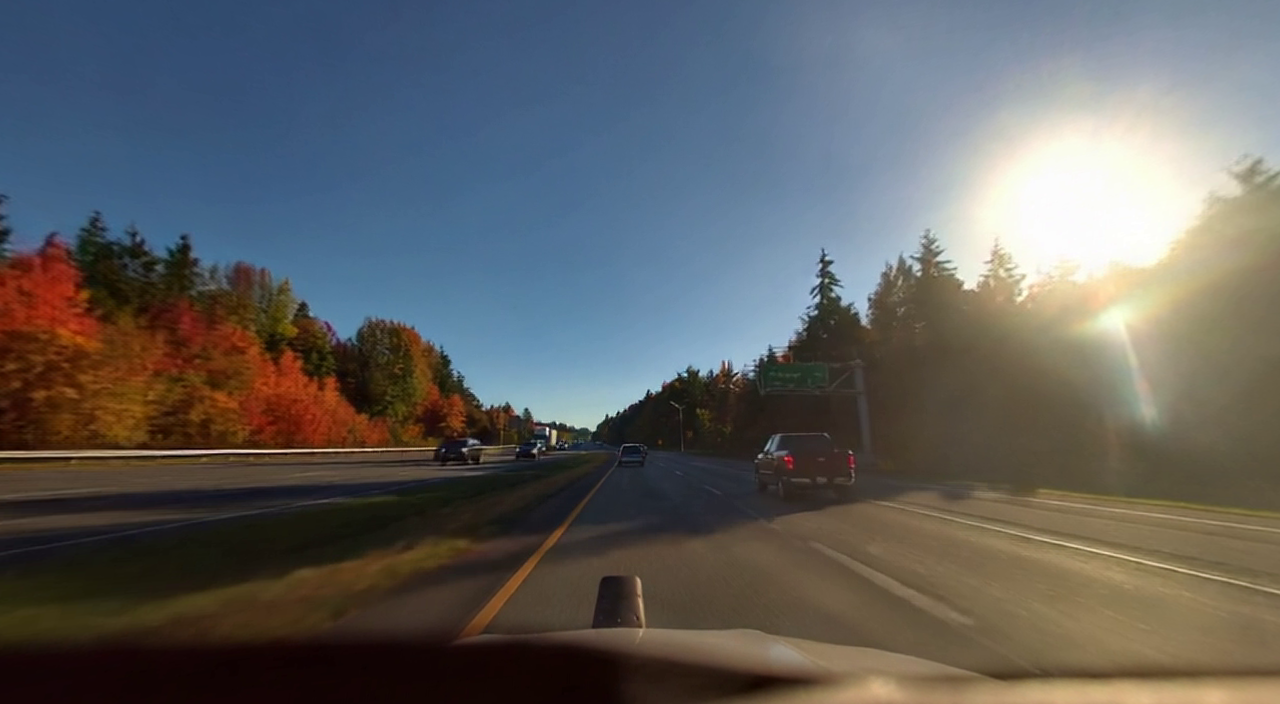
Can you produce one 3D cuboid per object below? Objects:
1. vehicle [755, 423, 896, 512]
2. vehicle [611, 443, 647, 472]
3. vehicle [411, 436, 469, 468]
[{"bbox_3d":[4.136,2.645,14.761,1.982,1.745,4.151,0,-9,-1],"label":"vehicle"},{"bbox_3d":[-0.680,6.691,40.012,2.151,1.693,4.201,0,-9,-1],"label":"vehicle"},{"bbox_3d":[-12.778,6.448,40.357,2.160,1.890,4.748,-1,-9,0],"label":"vehicle"}]
